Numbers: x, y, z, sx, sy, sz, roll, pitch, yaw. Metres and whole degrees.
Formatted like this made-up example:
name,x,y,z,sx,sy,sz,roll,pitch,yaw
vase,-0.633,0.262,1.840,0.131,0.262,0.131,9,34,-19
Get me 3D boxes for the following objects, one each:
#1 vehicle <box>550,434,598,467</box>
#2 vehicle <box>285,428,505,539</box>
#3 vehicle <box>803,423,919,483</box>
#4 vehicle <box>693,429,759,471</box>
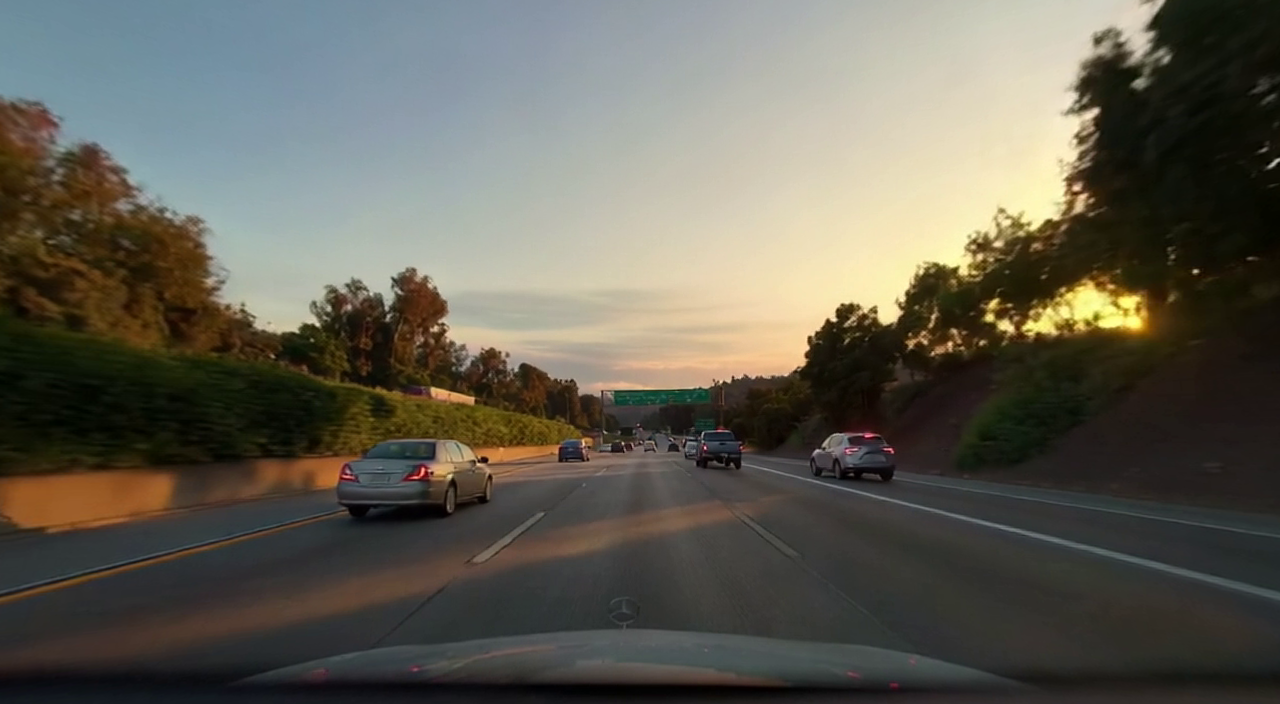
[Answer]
name,x,y,z,sx,sy,sz,roll,pitch,yaw
vehicle,-3.413,5.205,33.452,2.020,1.628,4.248,0,-8,1
vehicle,-3.745,2.068,10.563,1.978,1.473,4.073,0,-8,1
vehicle,7.984,3.723,23.577,2.291,1.968,5.662,0,-8,0
vehicle,4.215,4.924,31.974,2.517,1.935,5.552,0,-8,-1
